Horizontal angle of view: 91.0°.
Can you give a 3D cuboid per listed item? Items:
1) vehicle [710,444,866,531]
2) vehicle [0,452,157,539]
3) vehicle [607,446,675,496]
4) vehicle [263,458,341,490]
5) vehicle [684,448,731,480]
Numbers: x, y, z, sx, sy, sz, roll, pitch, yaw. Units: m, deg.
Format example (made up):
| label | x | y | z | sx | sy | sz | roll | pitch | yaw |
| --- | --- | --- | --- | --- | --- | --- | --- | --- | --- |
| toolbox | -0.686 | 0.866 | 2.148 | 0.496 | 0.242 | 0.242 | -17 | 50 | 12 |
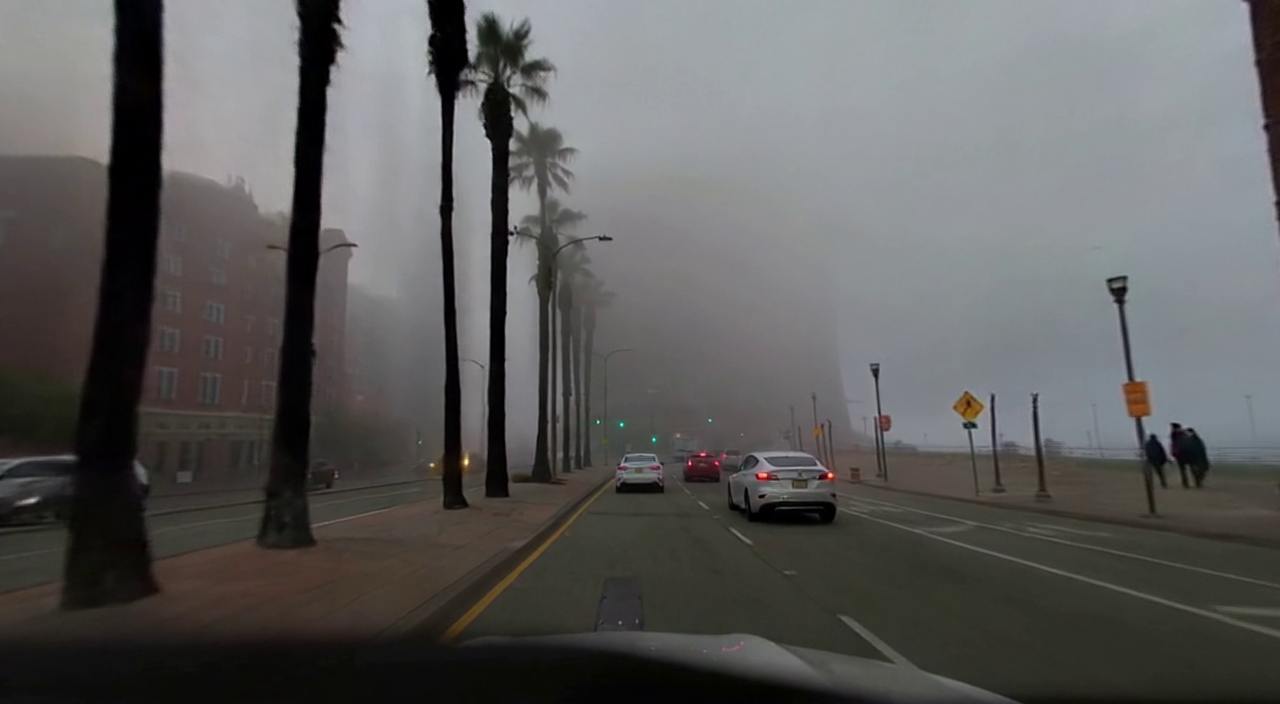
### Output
| label | x | y | z | sx | sy | sz | roll | pitch | yaw |
| --- | --- | --- | --- | --- | --- | --- | --- | --- | --- |
| vehicle | 2.894 | 2.773 | 13.625 | 2.051 | 1.509 | 4.933 | 0 | -9 | -1 |
| vehicle | -14.740 | 3.367 | 15.294 | 2.104 | 1.802 | 4.852 | 0 | -9 | 0 |
| vehicle | 0.079 | 3.958 | 21.266 | 2.077 | 1.518 | 3.760 | 0 | -9 | 2 |
| vehicle | -18.102 | 6.516 | 33.896 | 1.887 | 1.569 | 4.014 | 0 | -9 | 1 |
| vehicle | 3.366 | 5.659 | 32.021 | 2.115 | 1.500 | 3.524 | 0 | -9 | 2 |
